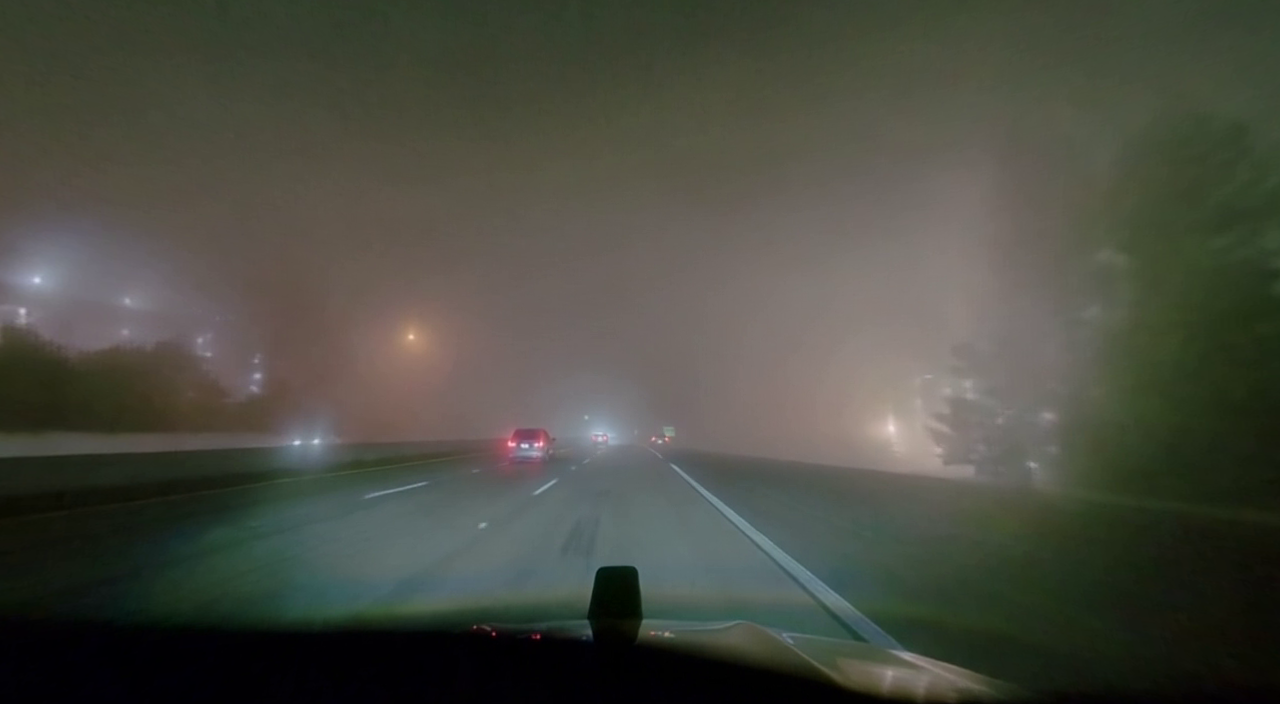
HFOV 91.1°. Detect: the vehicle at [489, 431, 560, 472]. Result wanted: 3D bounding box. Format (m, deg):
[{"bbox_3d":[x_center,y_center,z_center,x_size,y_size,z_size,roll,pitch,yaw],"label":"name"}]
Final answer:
[{"bbox_3d":[-4.501,3.937,25.167,1.996,1.490,4.571,0,-8,-1],"label":"vehicle"}]
